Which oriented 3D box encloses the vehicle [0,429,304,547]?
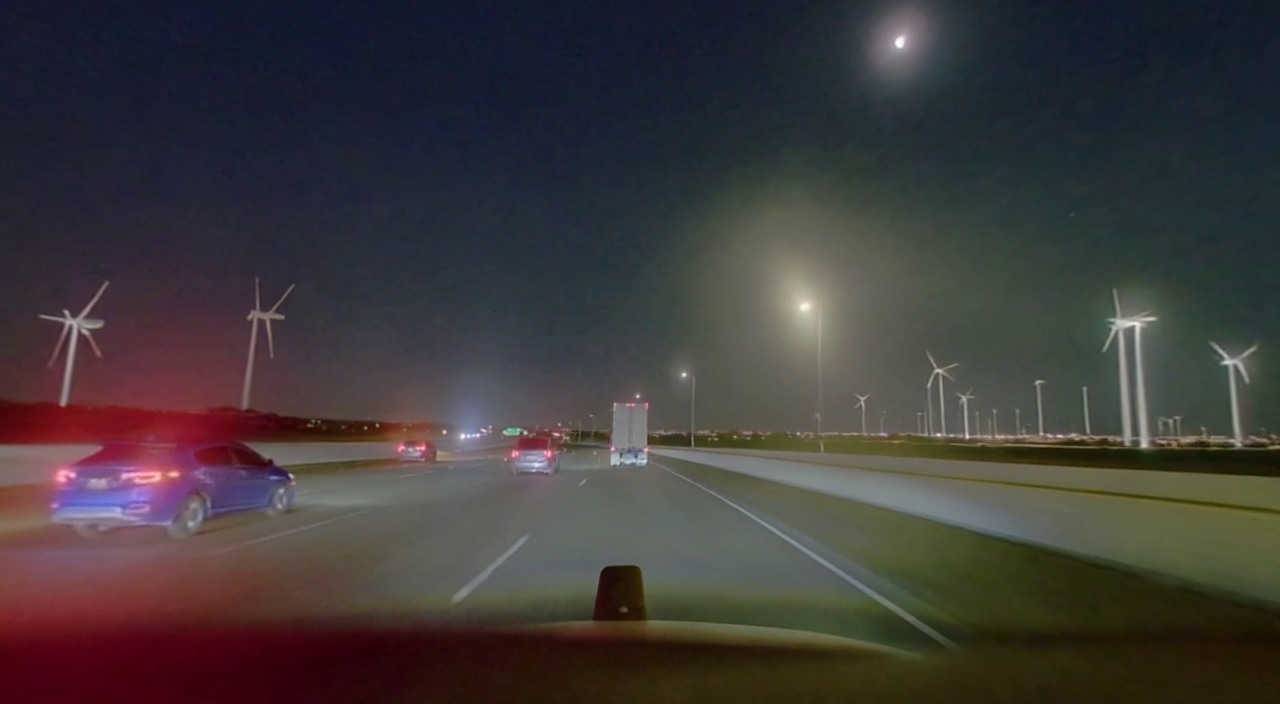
[{"bbox_3d":[-7.980,2.079,10.383,2.271,1.488,4.597,0,-8,0],"label":"vehicle"}]

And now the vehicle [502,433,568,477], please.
[{"bbox_3d":[-4.304,4.296,26.357,2.109,1.684,3.783,0,-8,0],"label":"vehicle"}]

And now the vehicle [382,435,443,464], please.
[{"bbox_3d":[-15.489,6.704,43.184,2.285,1.835,5.672,0,-8,-2],"label":"vehicle"}]
